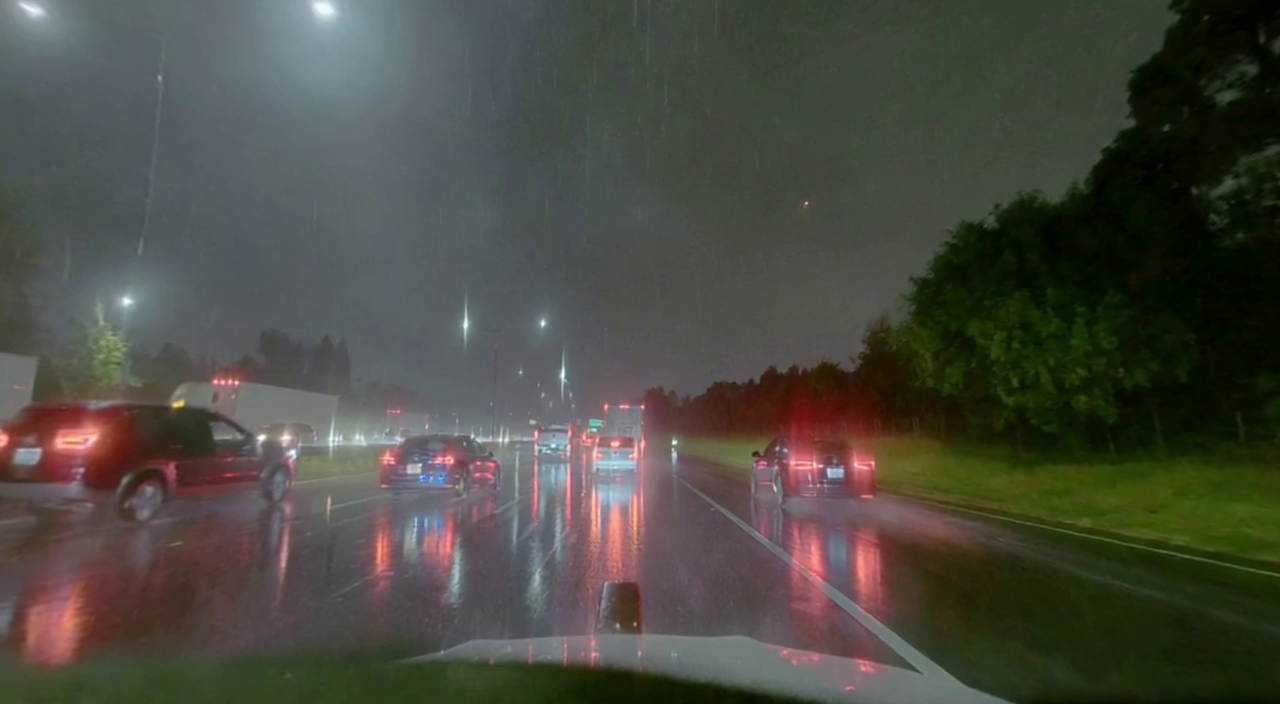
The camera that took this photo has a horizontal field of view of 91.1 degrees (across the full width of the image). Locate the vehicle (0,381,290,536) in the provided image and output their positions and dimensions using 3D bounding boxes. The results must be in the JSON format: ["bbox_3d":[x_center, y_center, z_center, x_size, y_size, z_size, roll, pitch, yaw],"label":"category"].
[{"bbox_3d":[-8.126,1.654,10.296,2.158,1.943,4.662,0,-8,-1],"label":"vehicle"}]

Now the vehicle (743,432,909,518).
[{"bbox_3d":[3.615,2.453,13.224,1.981,1.474,4.396,0,-8,-2],"label":"vehicle"}]

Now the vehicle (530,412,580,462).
[{"bbox_3d":[-4.846,4.965,36.774,2.303,2.610,6.579,0,-8,-3],"label":"vehicle"}]

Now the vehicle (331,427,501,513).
[{"bbox_3d":[-4.416,2.367,13.260,2.046,1.493,4.384,0,-8,-1],"label":"vehicle"}]

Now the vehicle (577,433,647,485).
[{"bbox_3d":[-0.864,3.301,19.795,1.980,1.478,3.758,0,-8,-2],"label":"vehicle"}]

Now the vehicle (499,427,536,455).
[{"bbox_3d":[-9.405,6.864,48.638,2.023,1.992,4.581,0,-8,-2],"label":"vehicle"}]
